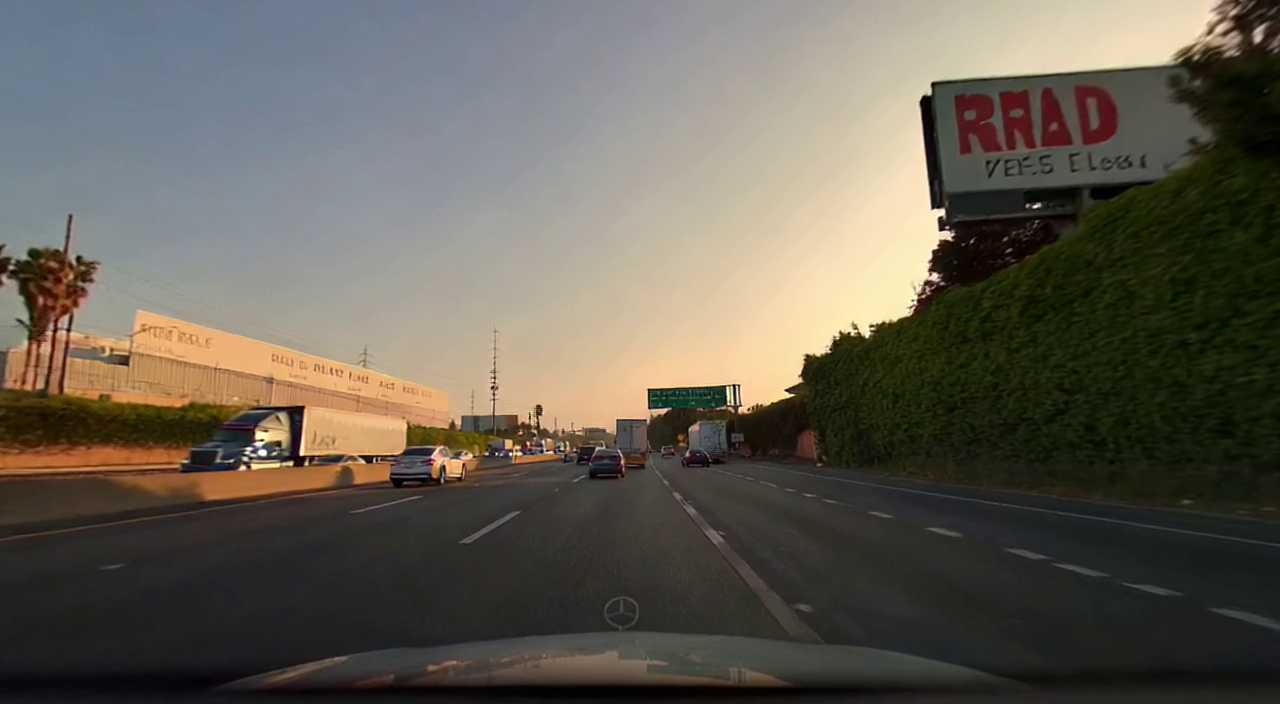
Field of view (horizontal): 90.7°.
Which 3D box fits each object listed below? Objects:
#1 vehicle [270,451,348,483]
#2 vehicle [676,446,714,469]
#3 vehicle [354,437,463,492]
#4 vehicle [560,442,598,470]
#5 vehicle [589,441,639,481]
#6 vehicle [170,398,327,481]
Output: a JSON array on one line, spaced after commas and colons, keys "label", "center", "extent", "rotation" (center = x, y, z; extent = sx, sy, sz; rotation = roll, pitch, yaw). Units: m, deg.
[{"label": "vehicle", "center": [-16.552, 5.746, 31.896], "extent": [1.801, 1.429, 3.939], "rotation": [0, -9, 0]}, {"label": "vehicle", "center": [3.682, 7.132, 42.959], "extent": [2.015, 1.462, 4.691], "rotation": [0, -9, -2]}, {"label": "vehicle", "center": [-8.034, 3.945, 22.499], "extent": [2.129, 1.717, 4.593], "rotation": [0, -9, 0]}, {"label": "vehicle", "center": [-4.205, 7.248, 44.330], "extent": [2.167, 1.780, 4.847], "rotation": [0, -9, 0]}, {"label": "vehicle", "center": [-1.222, 4.948, 28.999], "extent": [2.132, 1.679, 4.045], "rotation": [0, -9, -3]}, {"label": "vehicle", "center": [-20.816, 4.810, 34.475], "extent": [3.029, 3.918, 8.325], "rotation": [0, -9, 1]}]
